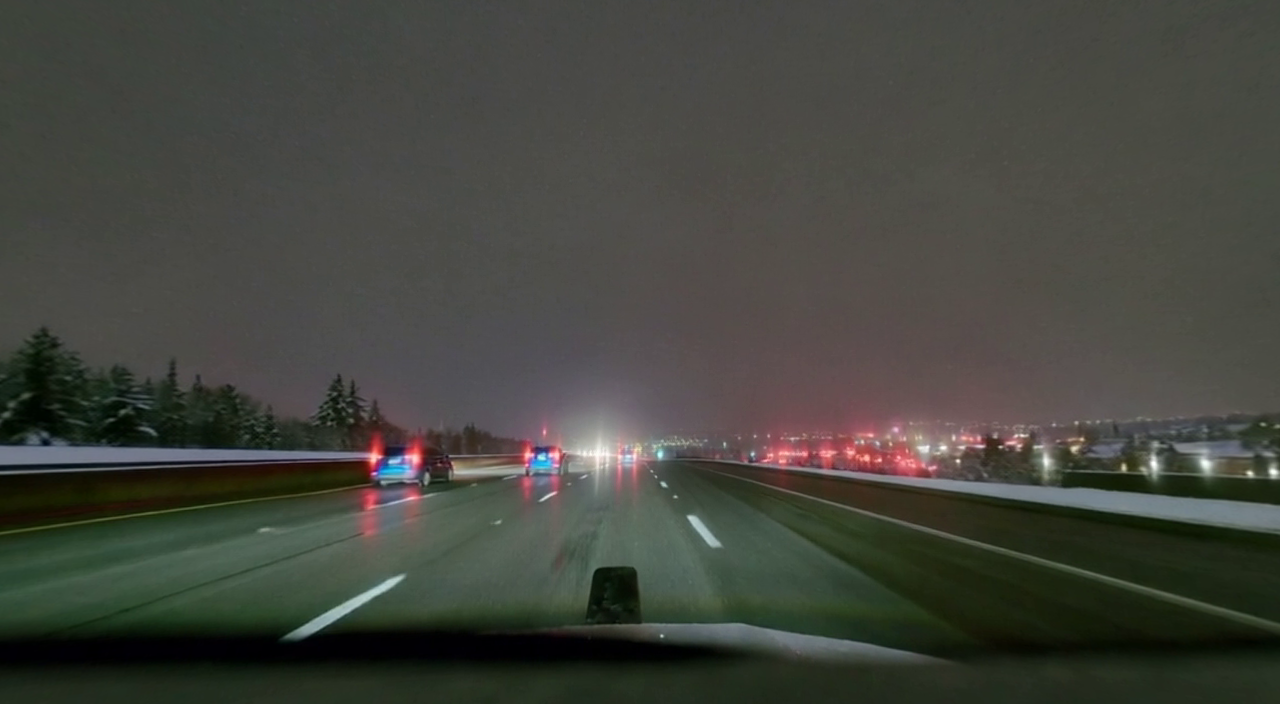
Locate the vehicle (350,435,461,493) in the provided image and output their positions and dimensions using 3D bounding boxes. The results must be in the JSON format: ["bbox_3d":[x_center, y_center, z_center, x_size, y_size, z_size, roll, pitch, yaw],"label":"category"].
[{"bbox_3d":[-8.143,3.931,22.515,2.040,1.824,4.917,0,-9,0],"label":"vehicle"}]

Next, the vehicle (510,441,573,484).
[{"bbox_3d":[-4.215,4.826,27.820,2.075,1.702,4.257,0,-9,0],"label":"vehicle"}]
